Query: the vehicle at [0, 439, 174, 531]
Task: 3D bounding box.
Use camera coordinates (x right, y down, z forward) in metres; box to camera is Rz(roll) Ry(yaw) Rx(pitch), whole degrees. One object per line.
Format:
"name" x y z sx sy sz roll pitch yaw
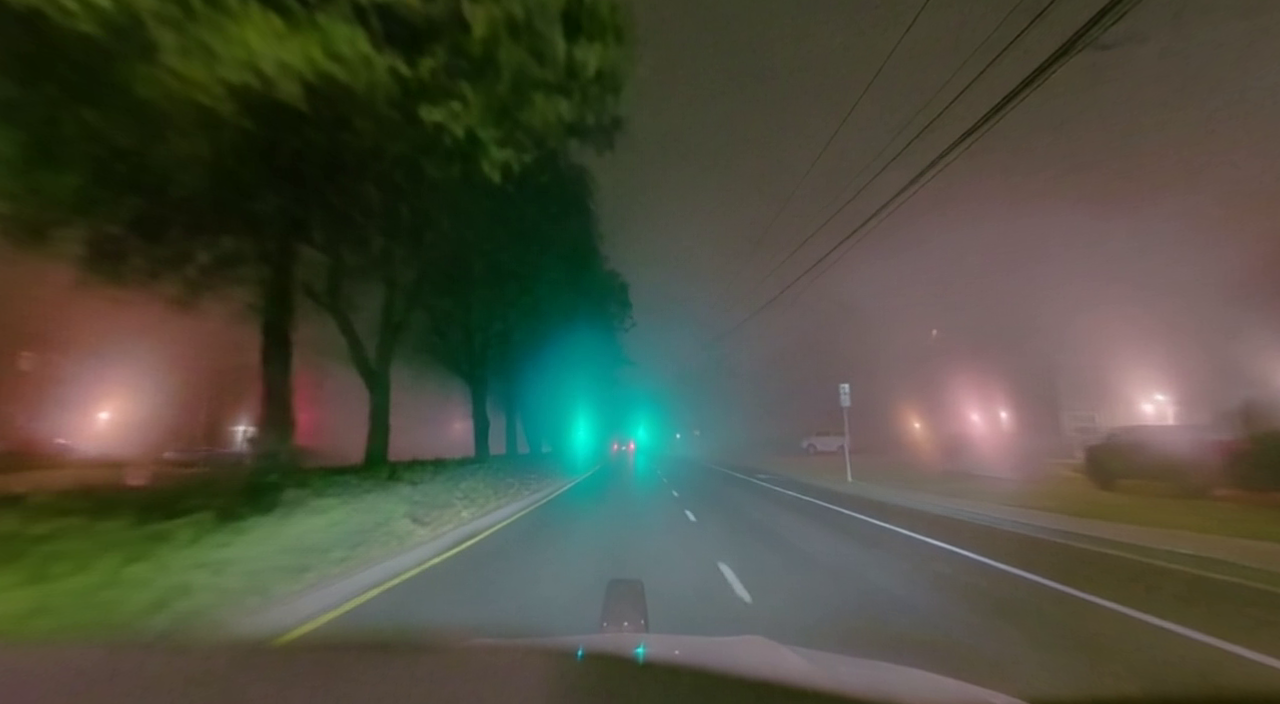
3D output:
"vehicle" -10.971 2.287 11.258 1.910 1.431 4.426 0 -8 0

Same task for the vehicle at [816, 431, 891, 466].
"vehicle" 11.386 5.201 34.102 2.147 1.767 5.125 0 -8 -1

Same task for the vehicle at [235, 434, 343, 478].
"vehicle" -15.177 4.501 27.622 2.042 1.748 4.584 0 -8 0

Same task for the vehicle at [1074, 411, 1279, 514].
"vehicle" 11.594 2.166 12.822 2.156 1.689 4.774 0 -8 1

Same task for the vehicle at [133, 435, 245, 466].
"vehicle" -23.361 5.113 32.780 4.184 1.528 1.990 0 -8 -3

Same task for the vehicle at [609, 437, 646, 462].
"vehicle" -0.805 5.987 38.886 2.113 1.462 4.203 0 -8 -2

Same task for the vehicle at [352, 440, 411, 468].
"vehicle" -15.420 6.075 37.804 1.884 1.540 3.927 0 -8 0
